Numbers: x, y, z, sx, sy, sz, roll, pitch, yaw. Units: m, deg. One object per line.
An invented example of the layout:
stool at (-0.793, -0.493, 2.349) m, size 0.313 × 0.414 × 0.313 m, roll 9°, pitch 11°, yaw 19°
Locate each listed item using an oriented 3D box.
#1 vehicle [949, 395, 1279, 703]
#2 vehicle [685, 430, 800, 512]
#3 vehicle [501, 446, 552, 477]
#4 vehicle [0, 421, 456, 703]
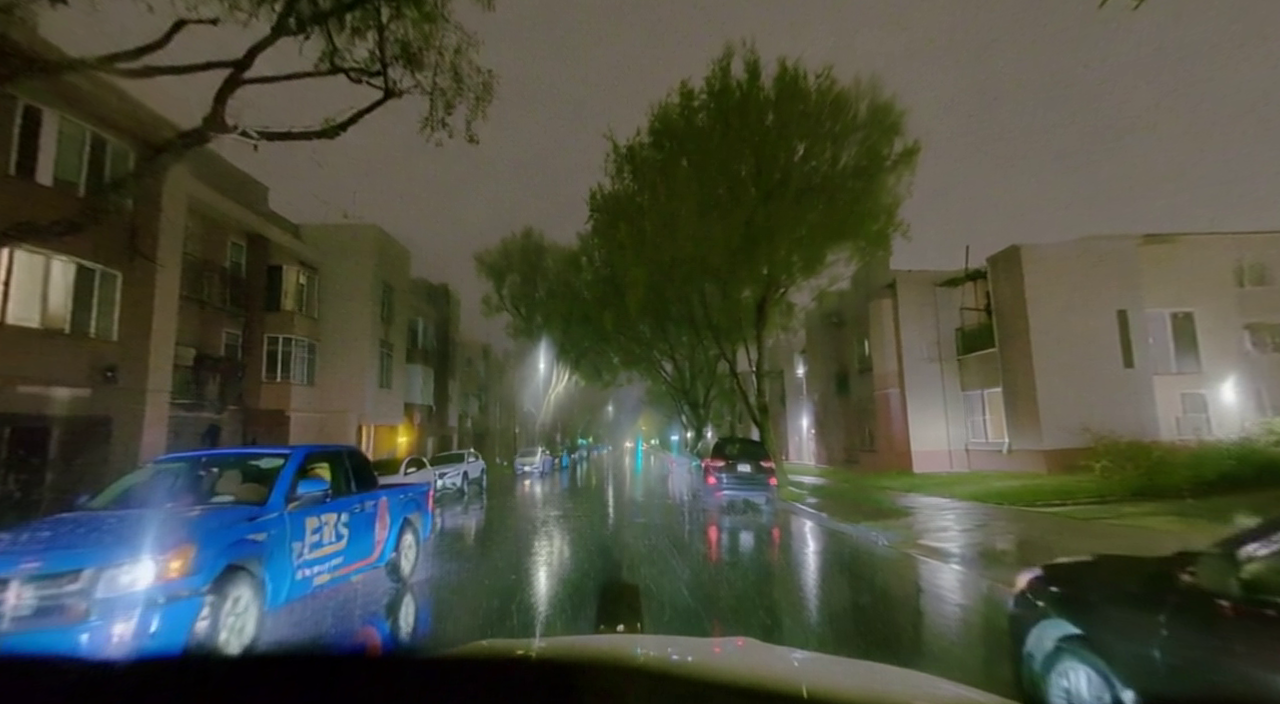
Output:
vehicle at (2.600, 0.737, 0.815) m, size 1.845 × 1.479 × 4.727 m, roll 0°, pitch -8°, yaw -2°
vehicle at (2.254, 2.737, 14.991) m, size 1.878 × 1.664 × 4.033 m, roll 0°, pitch -8°, yaw -2°
vehicle at (-6.254, 6.050, 35.348) m, size 1.959 × 1.490 × 4.361 m, roll 0°, pitch -7°, yaw 1°
vehicle at (-3.193, 1.401, 5.050) m, size 1.966 × 1.515 × 4.394 m, roll -1°, pitch -8°, yaw 2°
